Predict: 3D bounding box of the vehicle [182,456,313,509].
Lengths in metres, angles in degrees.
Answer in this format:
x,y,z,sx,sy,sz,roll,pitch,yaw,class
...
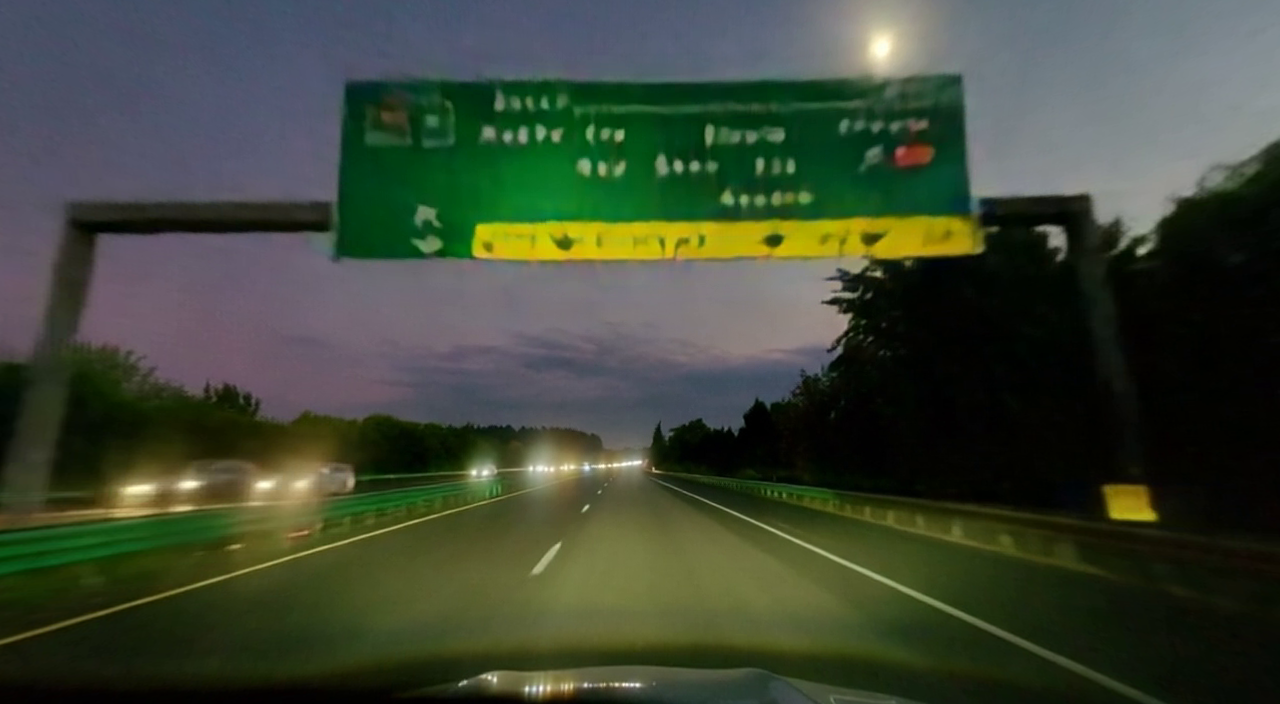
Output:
x,y,z,sx,sy,sz,roll,pitch,yaw,class
-11.780,3.933,19.212,1.712,1.420,3.493,1,-10,-1,vehicle

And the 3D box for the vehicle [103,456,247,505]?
x,y,z,sx,sy,sz,roll,pitch,yaw,class
-15.956,4.423,21.972,1.773,1.493,4.313,1,-10,-2,vehicle
